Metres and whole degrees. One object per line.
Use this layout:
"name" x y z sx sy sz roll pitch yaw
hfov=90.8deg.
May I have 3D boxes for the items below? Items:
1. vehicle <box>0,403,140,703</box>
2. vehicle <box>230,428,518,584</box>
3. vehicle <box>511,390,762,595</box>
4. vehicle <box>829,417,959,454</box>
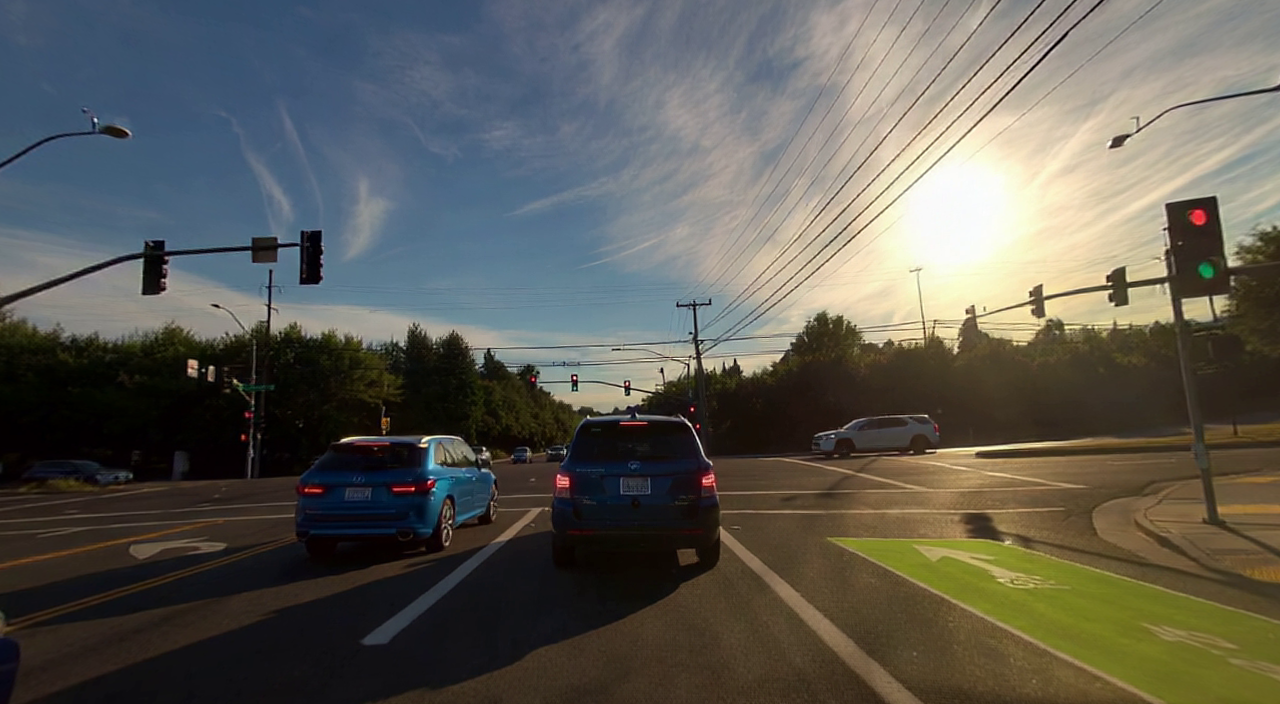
"vehicle" -3.350 0.662 0.449 1.928 1.488 4.936 0 -8 0
"vehicle" -2.932 1.767 8.007 1.969 1.486 3.702 0 -8 1
"vehicle" -0.060 1.522 7.615 2.182 1.773 4.041 0 -8 -1
"vehicle" 13.846 4.605 34.825 6.143 1.944 2.229 -1 -8 5
